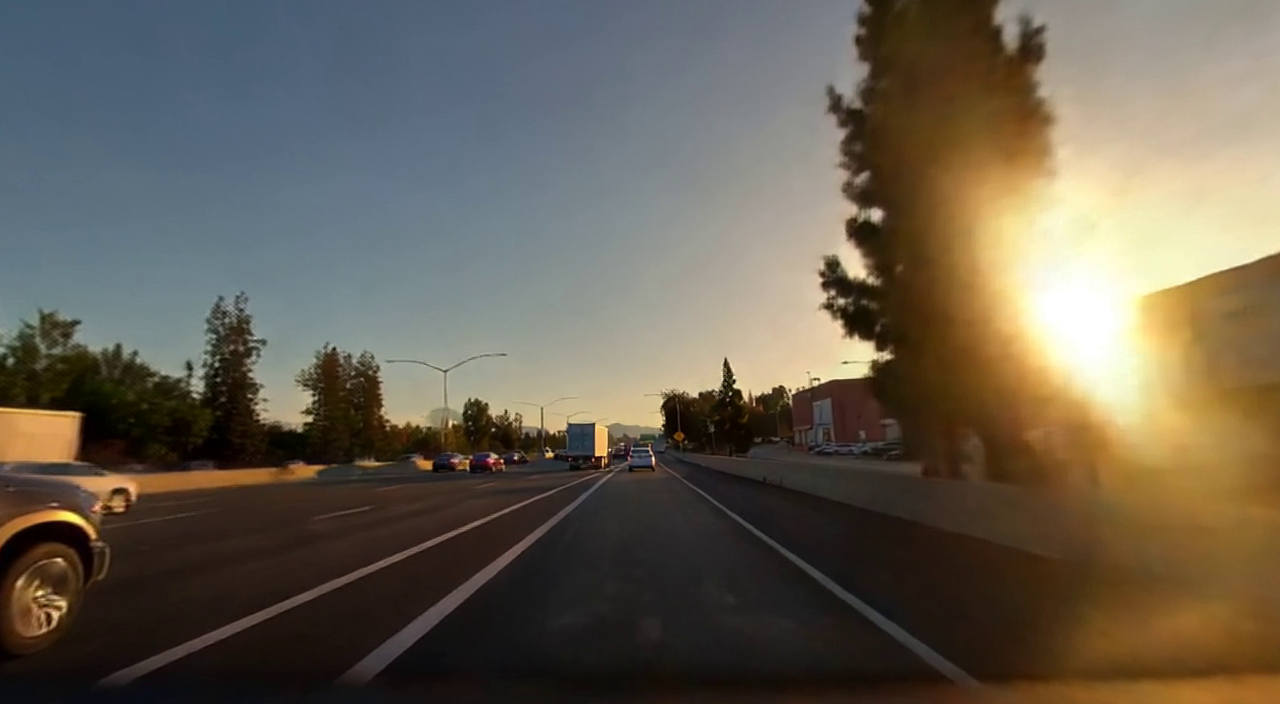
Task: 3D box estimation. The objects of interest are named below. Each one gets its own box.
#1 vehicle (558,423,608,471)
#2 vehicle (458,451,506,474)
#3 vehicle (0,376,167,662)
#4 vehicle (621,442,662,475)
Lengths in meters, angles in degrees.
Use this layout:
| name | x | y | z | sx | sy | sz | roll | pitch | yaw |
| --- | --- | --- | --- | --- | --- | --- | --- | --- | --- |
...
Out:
| name | x | y | z | sx | sy | sz | roll | pitch | yaw |
| --- | --- | --- | --- | --- | --- | --- | --- | --- | --- |
| vehicle | -4.285 | 7.426 | 49.471 | 2.796 | 3.426 | 8.553 | 0 | -8 | 2 |
| vehicle | -11.004 | 7.750 | 44.349 | 1.928 | 1.480 | 4.823 | 0 | -8 | 2 |
| vehicle | -5.187 | 0.910 | 2.997 | 2.200 | 1.793 | 4.586 | 0 | -8 | 2 |
| vehicle | 0.111 | 6.282 | 37.432 | 2.227 | 1.794 | 4.646 | 0 | -8 | 1 |
